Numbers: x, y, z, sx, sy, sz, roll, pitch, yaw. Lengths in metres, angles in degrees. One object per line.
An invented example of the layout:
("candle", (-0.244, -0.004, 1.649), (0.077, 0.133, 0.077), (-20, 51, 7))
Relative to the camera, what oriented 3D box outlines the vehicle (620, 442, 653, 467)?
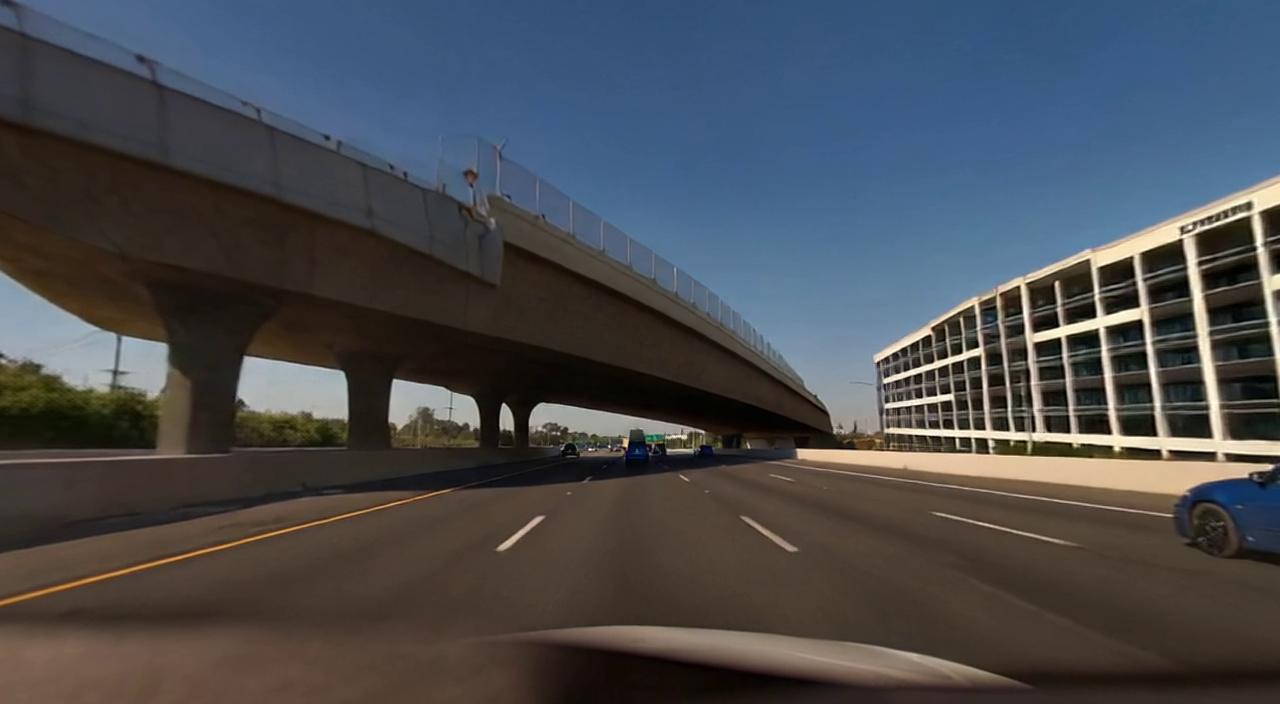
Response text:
("vehicle", (-0.203, 6.690, 41.272), (2.036, 1.542, 3.891), (0, -8, 0))
